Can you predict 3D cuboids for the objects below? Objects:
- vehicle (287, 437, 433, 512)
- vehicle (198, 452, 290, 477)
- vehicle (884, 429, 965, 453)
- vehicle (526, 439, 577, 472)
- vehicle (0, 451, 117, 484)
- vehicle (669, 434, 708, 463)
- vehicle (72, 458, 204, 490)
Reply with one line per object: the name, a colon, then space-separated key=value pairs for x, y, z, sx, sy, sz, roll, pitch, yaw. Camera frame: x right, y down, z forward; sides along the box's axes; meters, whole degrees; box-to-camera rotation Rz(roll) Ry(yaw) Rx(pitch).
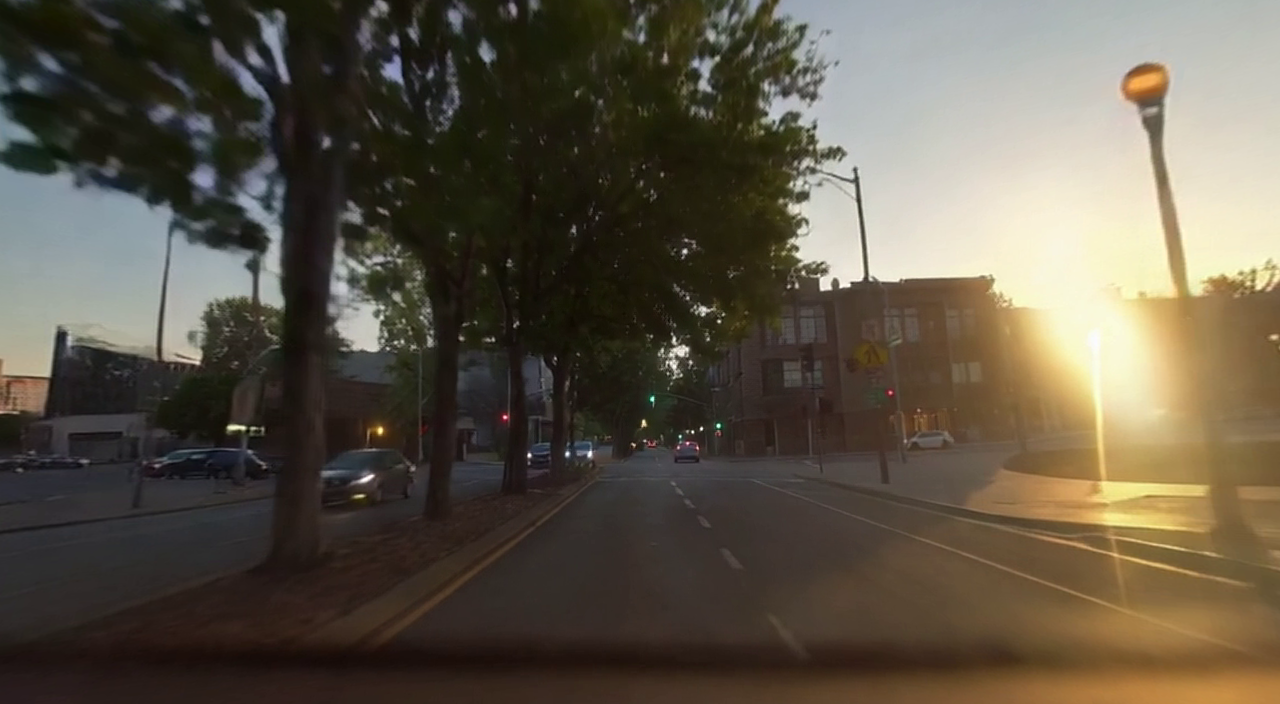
vehicle: x=-7.575 y=3.328 z=17.660 sx=1.962 sy=1.807 sz=4.541 roll=0 pitch=-8 yaw=1
vehicle: x=-24.569 y=6.982 z=39.220 sx=4.359 sy=1.457 sz=2.043 roll=0 pitch=-8 yaw=2
vehicle: x=18.973 y=5.975 z=42.193 sx=4.459 sy=1.525 sz=1.956 roll=0 pitch=-8 yaw=0
vehicle: x=-4.652 y=5.531 z=33.842 sx=1.991 sy=1.614 sz=4.718 roll=0 pitch=-8 yaw=1
vehicle: x=-33.175 y=6.554 z=35.958 sx=4.673 sy=1.771 sz=2.118 roll=0 pitch=-9 yaw=1
vehicle: x=3.048 y=6.192 z=40.503 sx=2.129 sy=1.719 sz=4.205 roll=0 pitch=-8 yaw=-1
vehicle: x=-24.868 y=6.040 z=31.332 sx=4.815 sy=1.469 sz=2.056 roll=0 pitch=-8 yaw=1
